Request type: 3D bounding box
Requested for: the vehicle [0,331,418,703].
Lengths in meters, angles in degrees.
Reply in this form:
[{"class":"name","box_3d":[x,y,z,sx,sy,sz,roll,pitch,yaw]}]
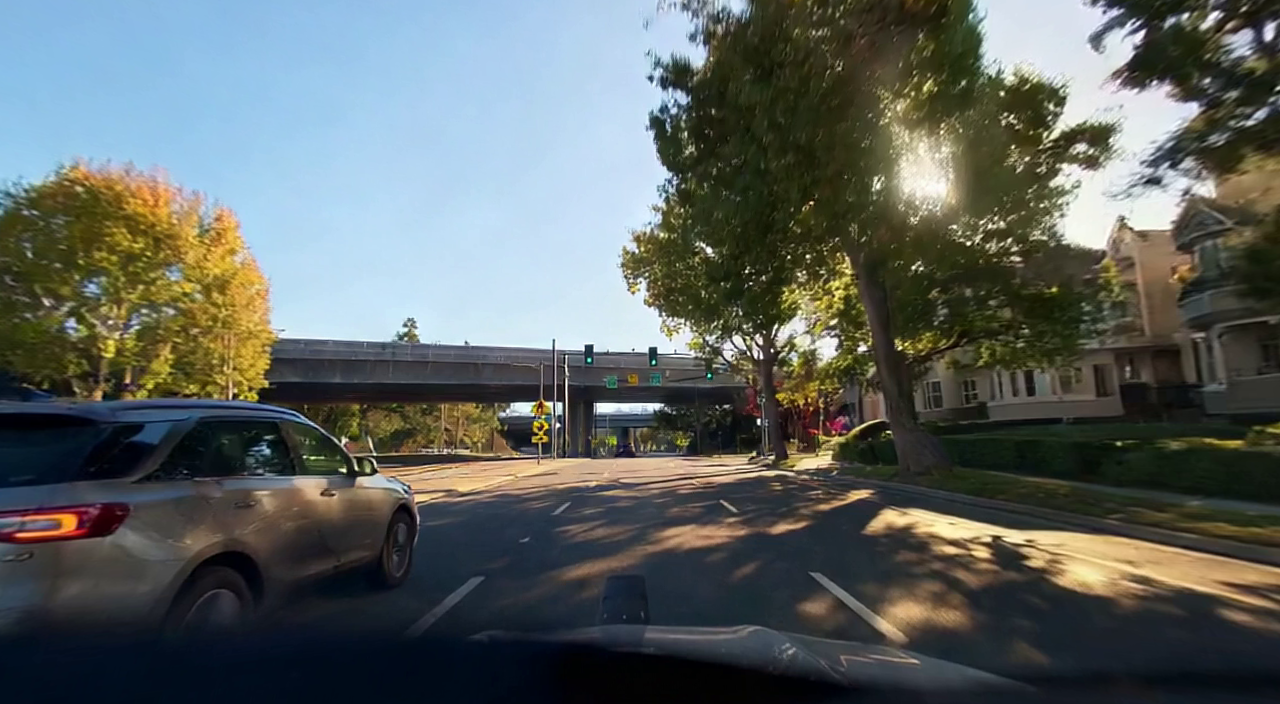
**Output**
[{"class":"vehicle","box_3d":[-3.138,1.054,3.929,1.882,1.704,4.335,0,-8,0]}]
